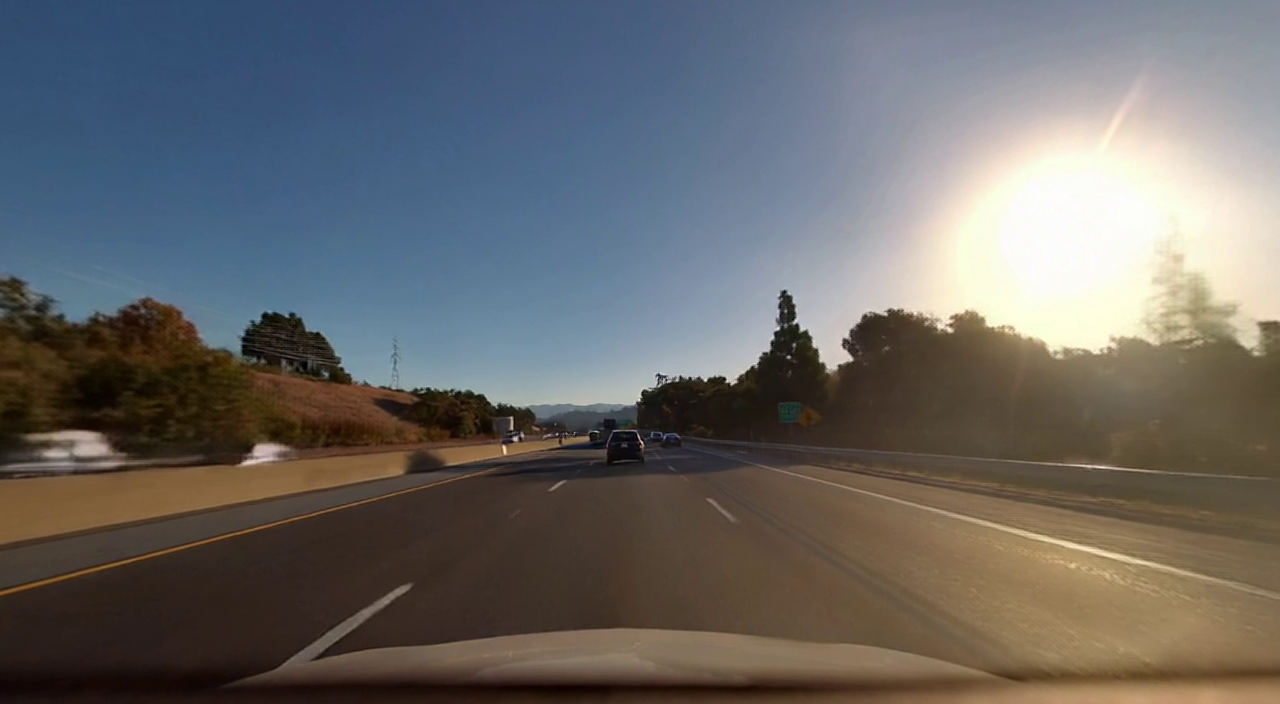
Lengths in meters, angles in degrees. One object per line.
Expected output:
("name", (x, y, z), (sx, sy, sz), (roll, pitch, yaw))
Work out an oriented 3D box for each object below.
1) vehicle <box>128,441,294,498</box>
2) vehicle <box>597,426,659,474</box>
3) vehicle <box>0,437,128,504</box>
("vehicle", (-12.561, 3.413, 18.875), (1.907, 1.444, 4.397), (0, -8, -1))
("vehicle", (-0.426, 3.561, 23.079), (2.094, 1.600, 3.666), (0, -8, -1))
("vehicle", (-16.273, 3.044, 16.666), (2.034, 1.584, 4.118), (0, -8, -1))
